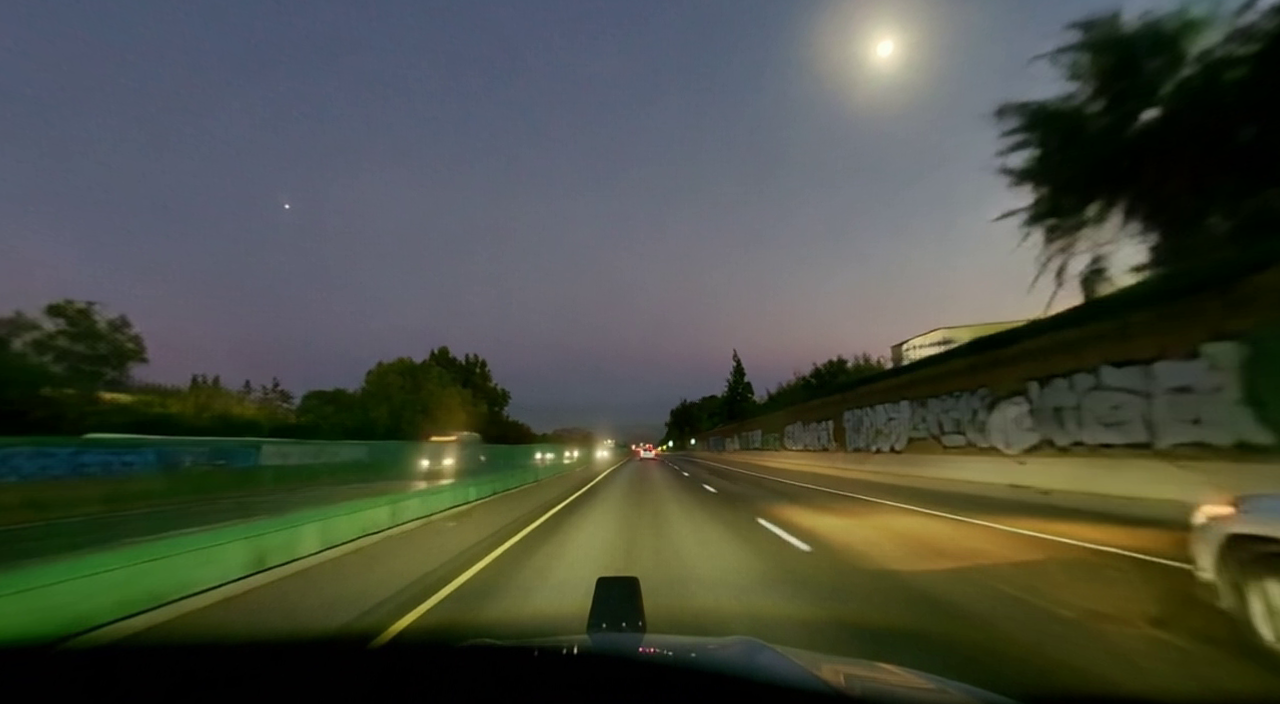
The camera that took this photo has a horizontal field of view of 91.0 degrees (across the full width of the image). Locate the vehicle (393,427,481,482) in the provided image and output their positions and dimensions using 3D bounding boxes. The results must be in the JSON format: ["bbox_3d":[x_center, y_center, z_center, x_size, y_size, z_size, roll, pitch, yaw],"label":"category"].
[{"bbox_3d":[-11.378,5.800,36.026,2.663,2.819,6.467,-1,-9,2],"label":"vehicle"}]
